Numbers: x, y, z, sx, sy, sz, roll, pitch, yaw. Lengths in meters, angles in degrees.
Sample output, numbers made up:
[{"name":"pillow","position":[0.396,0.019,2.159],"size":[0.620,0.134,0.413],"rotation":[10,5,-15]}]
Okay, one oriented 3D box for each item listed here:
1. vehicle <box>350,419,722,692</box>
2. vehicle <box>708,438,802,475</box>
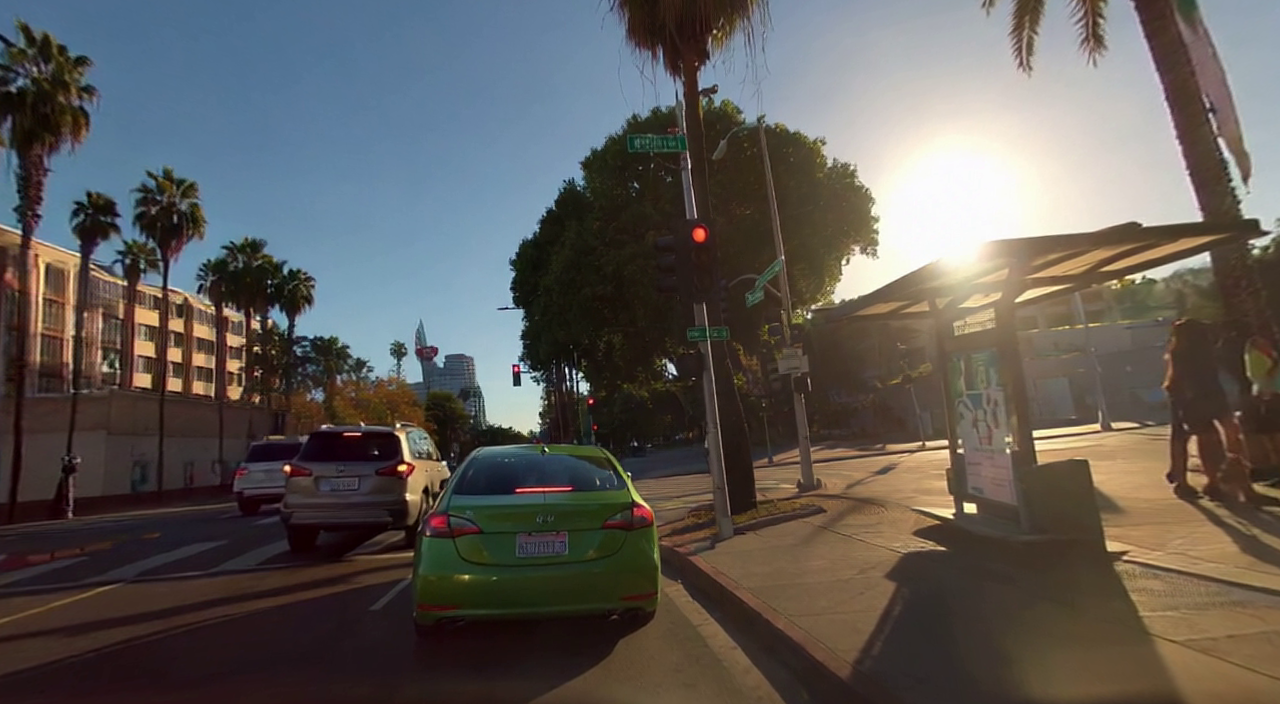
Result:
[{"name":"vehicle","position":[-0.844,1.445,5.759],"size":[2.065,1.467,4.289],"rotation":[1,-9,-8]},{"name":"vehicle","position":[5.541,5.080,30.761],"size":[3.987,1.636,1.903],"rotation":[1,-10,-14]}]
